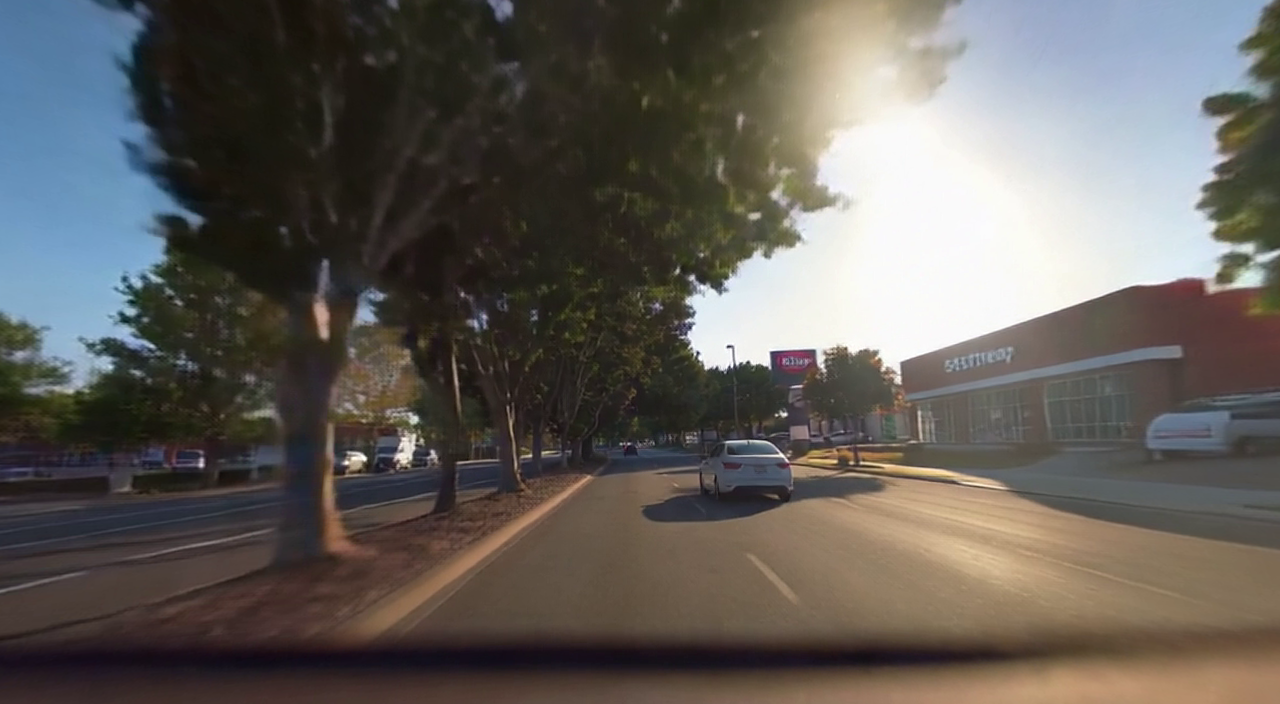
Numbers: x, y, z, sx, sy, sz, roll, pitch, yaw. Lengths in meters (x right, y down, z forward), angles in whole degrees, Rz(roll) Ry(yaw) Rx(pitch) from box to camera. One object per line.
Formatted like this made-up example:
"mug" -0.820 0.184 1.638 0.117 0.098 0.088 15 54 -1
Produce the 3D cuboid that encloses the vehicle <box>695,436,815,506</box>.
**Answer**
"vehicle" 2.637 2.867 15.644 2.015 1.479 4.444 0 -9 -2
